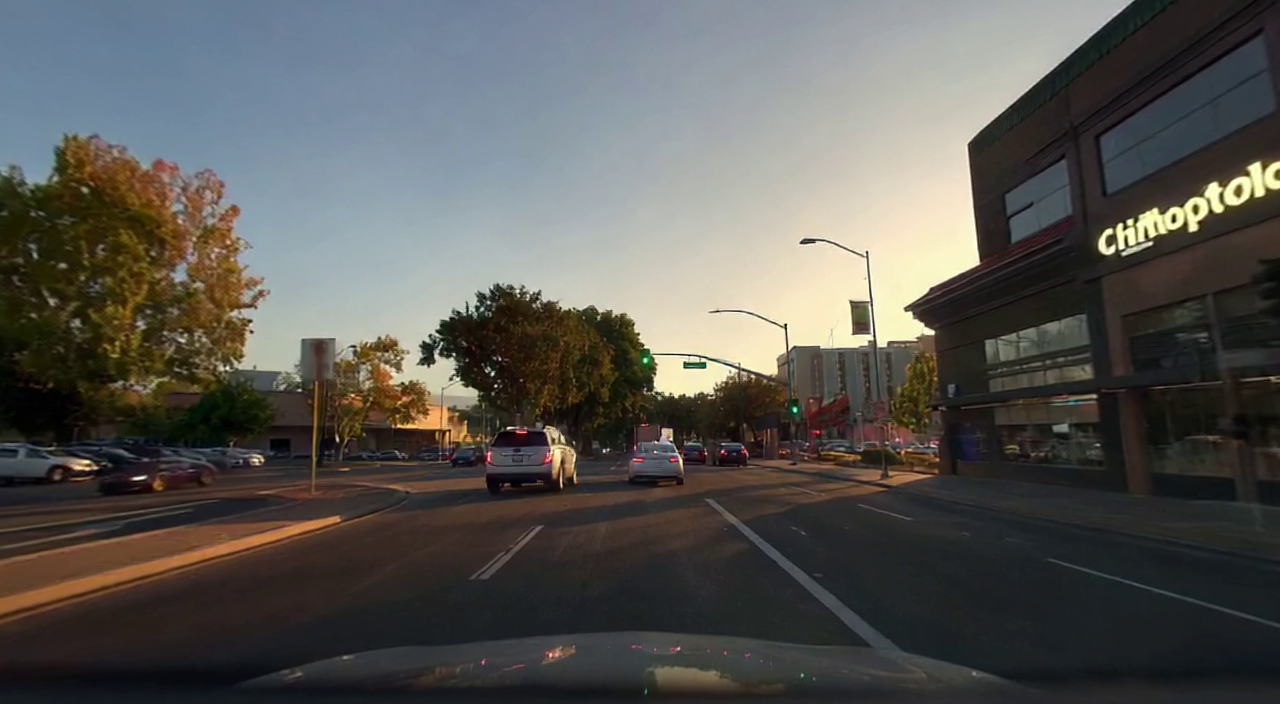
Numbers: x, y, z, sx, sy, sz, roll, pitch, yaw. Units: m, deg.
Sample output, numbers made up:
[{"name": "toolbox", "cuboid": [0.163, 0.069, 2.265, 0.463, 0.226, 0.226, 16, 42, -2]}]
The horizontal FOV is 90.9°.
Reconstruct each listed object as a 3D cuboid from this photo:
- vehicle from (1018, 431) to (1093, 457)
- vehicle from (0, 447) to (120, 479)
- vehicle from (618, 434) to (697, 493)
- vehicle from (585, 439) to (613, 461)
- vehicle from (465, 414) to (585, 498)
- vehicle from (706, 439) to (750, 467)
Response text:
[{"name": "vehicle", "cuboid": [32.974, 7.265, 49.965, 5.720, 1.822, 2.307, 3, -9, -28]}, {"name": "vehicle", "cuboid": [-28.637, 5.441, 31.122, 4.208, 1.505, 1.914, 0, -8, 0]}, {"name": "vehicle", "cuboid": [0.448, 3.196, 18.421, 2.061, 1.494, 4.079, 0, -8, 0]}, {"name": "vehicle", "cuboid": [-3.032, 7.357, 47.398, 1.902, 1.522, 3.523, 0, -8, 0]}, {"name": "vehicle", "cuboid": [-2.935, 2.827, 17.463, 2.289, 1.935, 5.227, 0, -8, 1]}, {"name": "vehicle", "cuboid": [4.998, 5.816, 36.354, 1.900, 1.507, 4.151, 0, -8, 0]}]
